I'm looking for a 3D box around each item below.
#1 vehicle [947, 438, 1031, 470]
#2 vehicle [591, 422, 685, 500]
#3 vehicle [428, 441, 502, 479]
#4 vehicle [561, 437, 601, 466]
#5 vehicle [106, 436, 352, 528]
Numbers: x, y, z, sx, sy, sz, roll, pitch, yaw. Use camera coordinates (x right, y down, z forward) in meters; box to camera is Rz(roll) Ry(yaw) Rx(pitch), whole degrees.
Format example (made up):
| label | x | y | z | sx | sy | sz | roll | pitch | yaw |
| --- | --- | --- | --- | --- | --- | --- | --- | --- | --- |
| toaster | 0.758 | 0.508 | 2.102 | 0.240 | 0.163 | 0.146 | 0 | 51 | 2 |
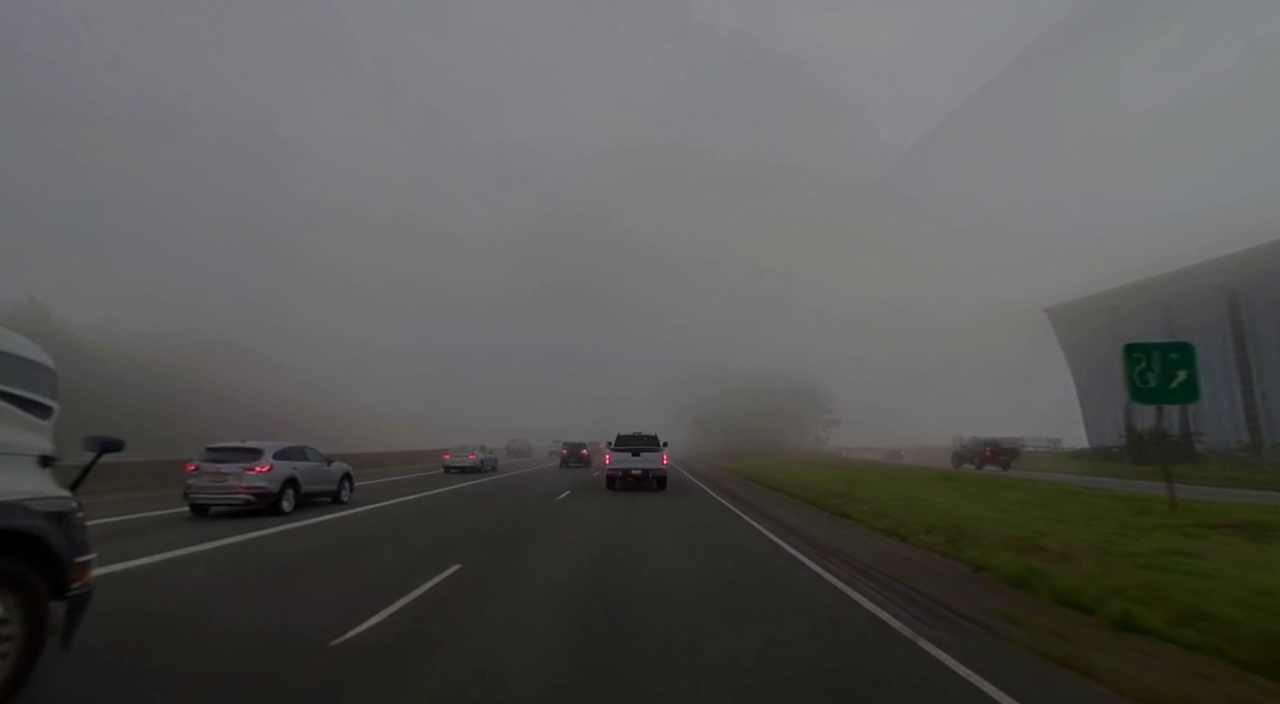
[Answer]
| label | x | y | z | sx | sy | sz | roll | pitch | yaw |
| --- | --- | --- | --- | --- | --- | --- | --- | --- | --- |
| vehicle | 17.382 | 5.130 | 31.739 | 1.918 | 1.472 | 4.782 | -1 | -9 | 6 |
| vehicle | -0.054 | 2.815 | 16.527 | 2.152 | 1.779 | 3.924 | 0 | -9 | 0 |
| vehicle | -7.349 | 4.552 | 26.903 | 1.869 | 1.466 | 4.217 | 0 | -9 | 1 |
| vehicle | -3.524 | 6.000 | 38.189 | 1.952 | 1.649 | 4.131 | 0 | -9 | 1 |
| vehicle | -7.583 | 2.413 | 12.293 | 1.864 | 1.458 | 4.295 | 0 | -9 | 1 |
